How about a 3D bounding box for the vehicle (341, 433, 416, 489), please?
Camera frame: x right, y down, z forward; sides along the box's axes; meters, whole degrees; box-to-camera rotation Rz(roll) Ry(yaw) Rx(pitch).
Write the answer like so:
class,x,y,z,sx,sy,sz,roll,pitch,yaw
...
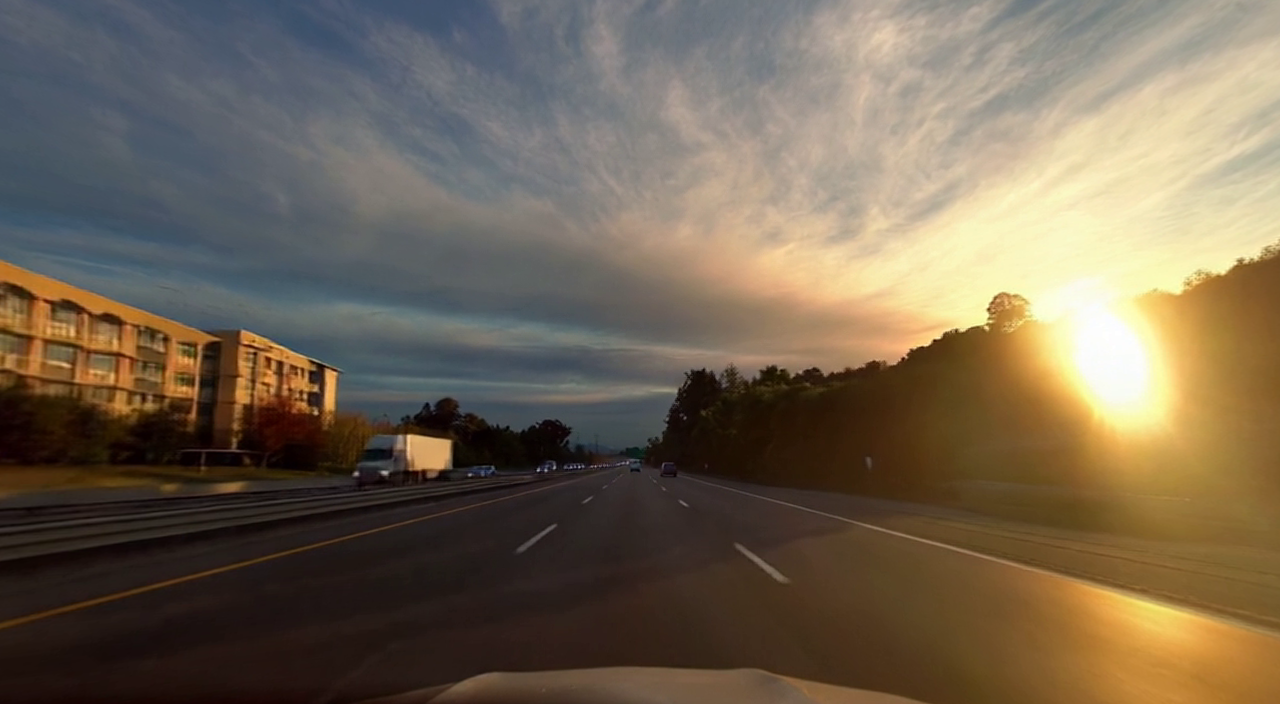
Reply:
class,x,y,z,sx,sy,sz,roll,pitch,yaw
vehicle,-20.107,8.476,48.895,3.010,4.019,5.914,1,-10,0
